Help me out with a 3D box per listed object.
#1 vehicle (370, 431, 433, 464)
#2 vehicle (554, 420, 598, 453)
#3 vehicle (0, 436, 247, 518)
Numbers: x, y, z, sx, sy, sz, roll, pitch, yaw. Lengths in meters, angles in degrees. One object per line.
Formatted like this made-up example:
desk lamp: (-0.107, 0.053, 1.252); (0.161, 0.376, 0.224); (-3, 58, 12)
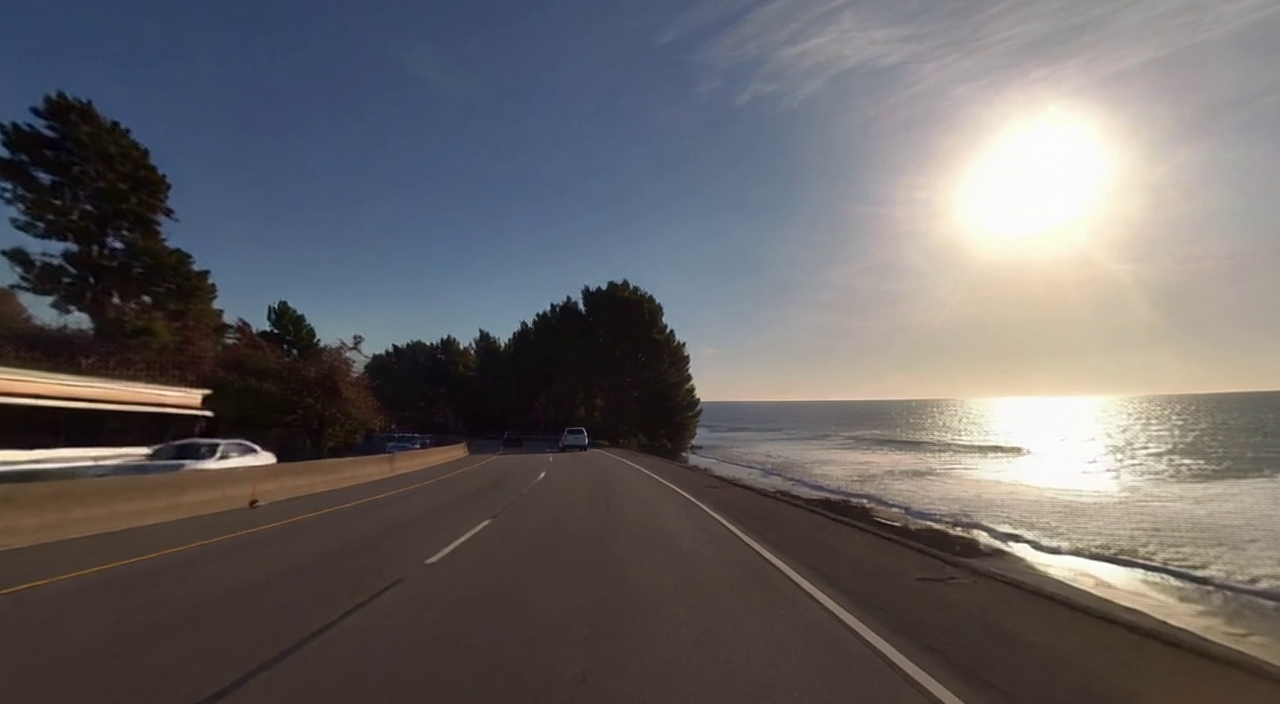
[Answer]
vehicle: (-12.549, 5.071, 33.484); (2.192, 1.617, 4.082); (1, -9, -7)
vehicle: (-4.668, 6.102, 45.134); (2.632, 2.162, 5.529); (2, -9, -11)
vehicle: (-10.917, 2.613, 13.772); (1.987, 1.473, 4.367); (0, -9, -2)
